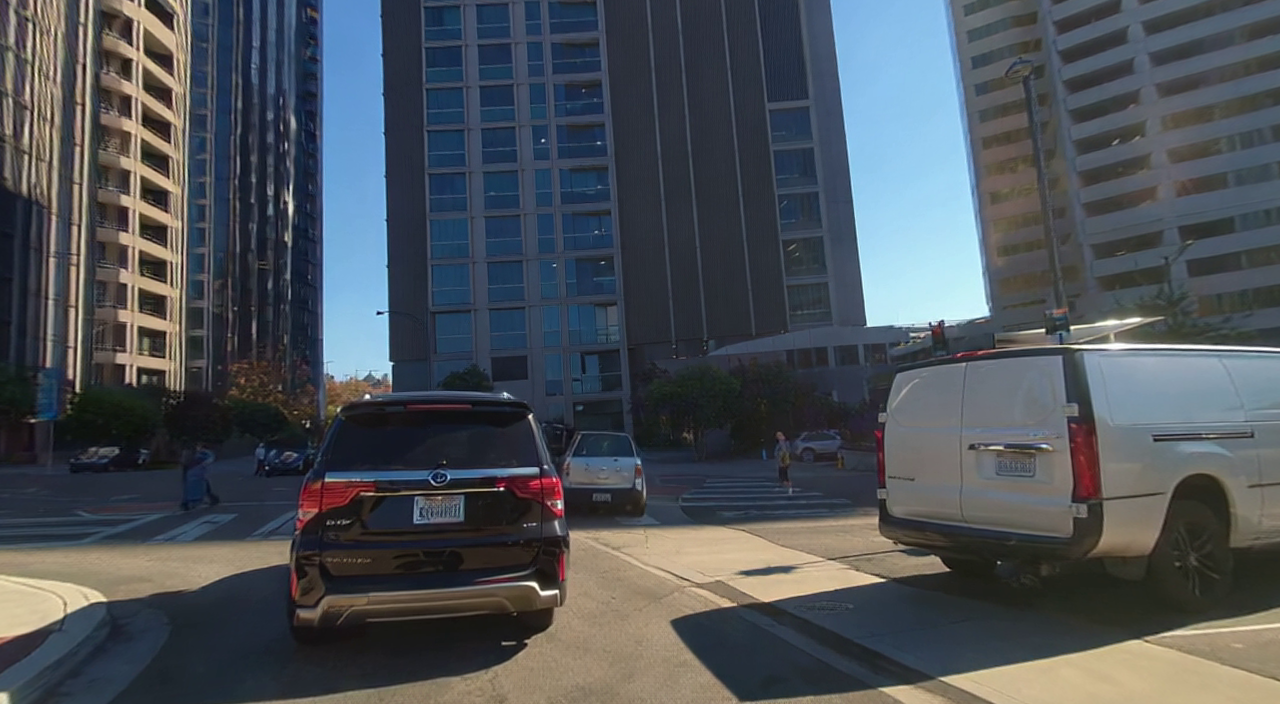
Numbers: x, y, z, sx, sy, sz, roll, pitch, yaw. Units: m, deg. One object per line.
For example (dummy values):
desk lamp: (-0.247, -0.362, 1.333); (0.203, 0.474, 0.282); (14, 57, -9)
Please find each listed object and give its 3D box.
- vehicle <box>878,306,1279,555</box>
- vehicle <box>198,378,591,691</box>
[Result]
vehicle: (7.109, 1.020, 8.235); (6.932, 2.753, 2.446); (0, -8, 1)
vehicle: (-1.646, 1.327, 5.749); (2.144, 1.733, 4.115); (1, -9, -8)
